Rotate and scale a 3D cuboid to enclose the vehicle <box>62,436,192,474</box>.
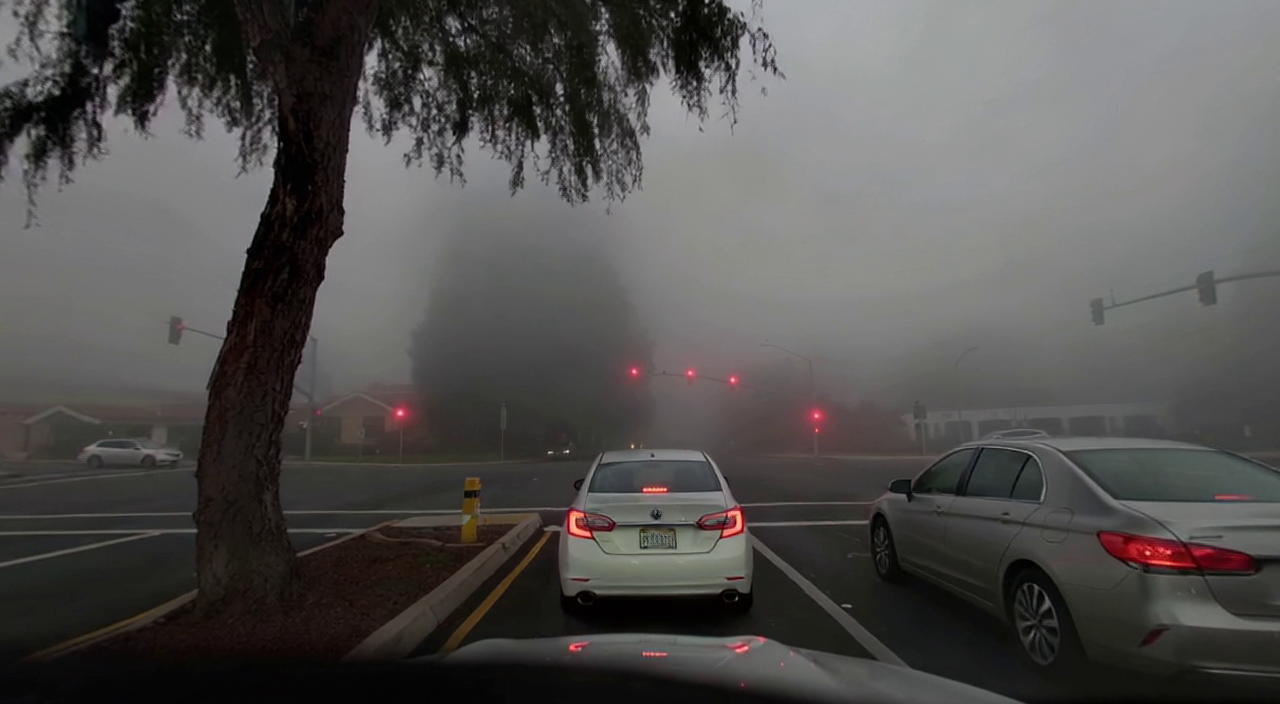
[{"bbox_3d":[-24.280,4.870,29.986,4.450,1.684,1.894,0,-8,0],"label":"vehicle"}]

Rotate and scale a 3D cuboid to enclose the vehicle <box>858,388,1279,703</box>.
[{"bbox_3d":[3.177,1.123,3.898,1.931,1.493,4.555,0,-8,-1],"label":"vehicle"}]

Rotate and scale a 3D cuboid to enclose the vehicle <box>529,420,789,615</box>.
[{"bbox_3d":[0.103,1.563,6.874,2.017,1.485,3.813,0,-8,-1],"label":"vehicle"}]
